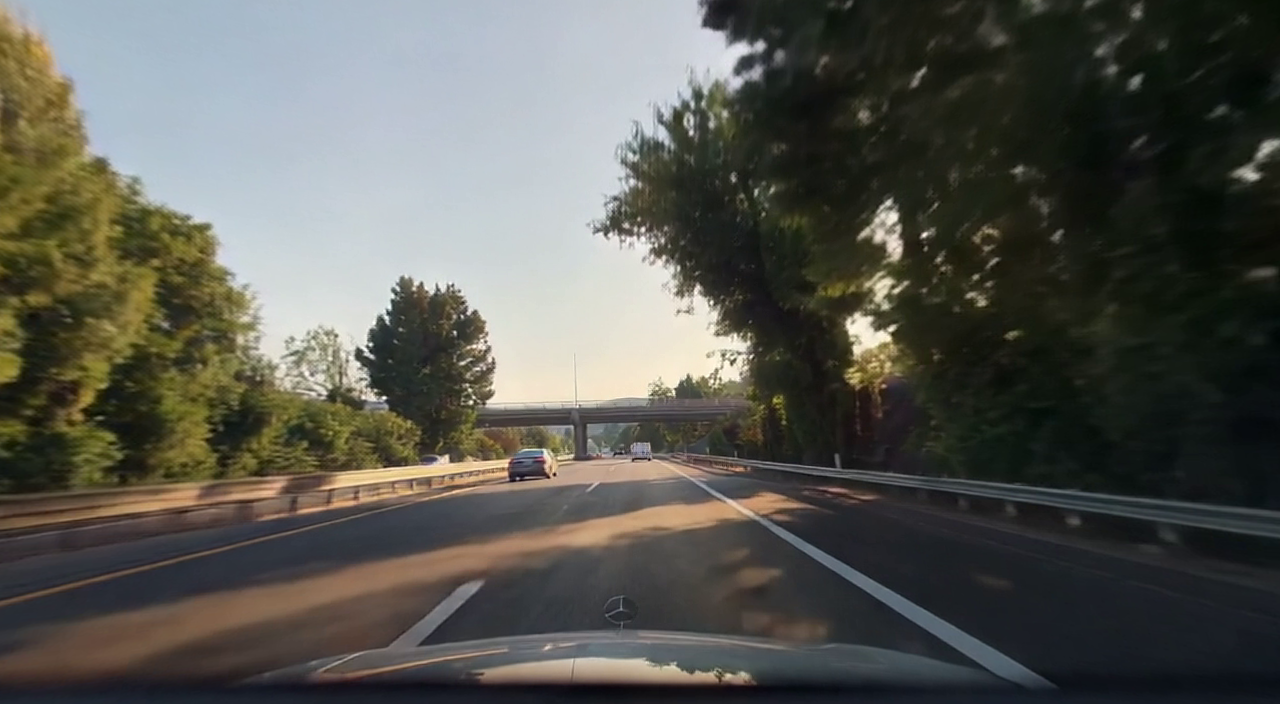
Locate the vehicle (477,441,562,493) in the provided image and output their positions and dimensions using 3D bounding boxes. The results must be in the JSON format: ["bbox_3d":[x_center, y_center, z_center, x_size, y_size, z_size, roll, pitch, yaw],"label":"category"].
[{"bbox_3d":[-4.098,3.990,22.237,2.076,1.637,4.526,0,-9,0],"label":"vehicle"}]
